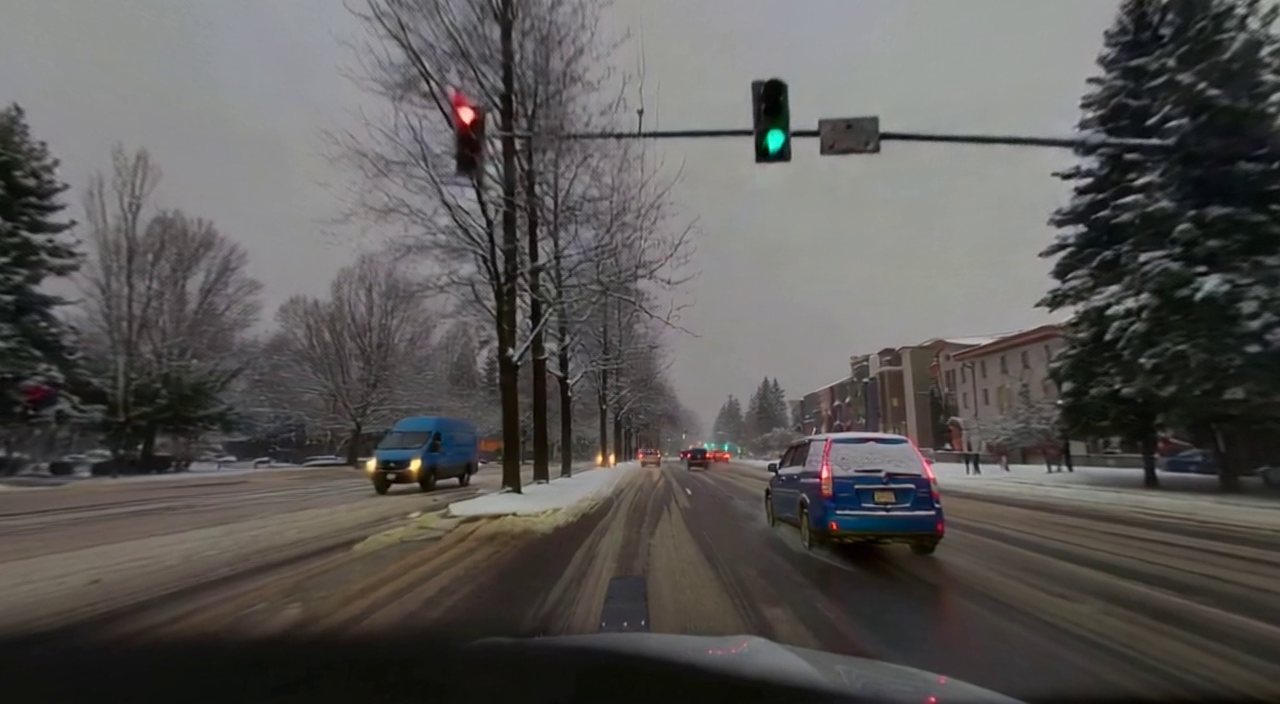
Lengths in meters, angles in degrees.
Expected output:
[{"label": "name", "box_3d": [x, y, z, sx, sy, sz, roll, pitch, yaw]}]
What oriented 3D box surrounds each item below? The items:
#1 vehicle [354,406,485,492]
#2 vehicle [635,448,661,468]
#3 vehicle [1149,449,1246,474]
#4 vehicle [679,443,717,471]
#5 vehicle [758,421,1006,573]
[{"label": "vehicle", "box_3d": [-8.351, 3.829, 24.932, 2.524, 2.885, 6.868, 1, -9, 1]}, {"label": "vehicle", "box_3d": [0.627, 8.227, 49.080, 1.991, 1.477, 3.814, 0, -9, 1]}, {"label": "vehicle", "box_3d": [35.627, 6.983, 40.395, 1.898, 1.530, 4.215, 2, -9, -12]}, {"label": "vehicle", "box_3d": [3.967, 7.278, 43.847, 2.154, 1.844, 4.634, 0, -9, 0]}, {"label": "vehicle", "box_3d": [3.016, 1.881, 8.908, 1.901, 1.634, 3.952, 0, -9, 0]}]
